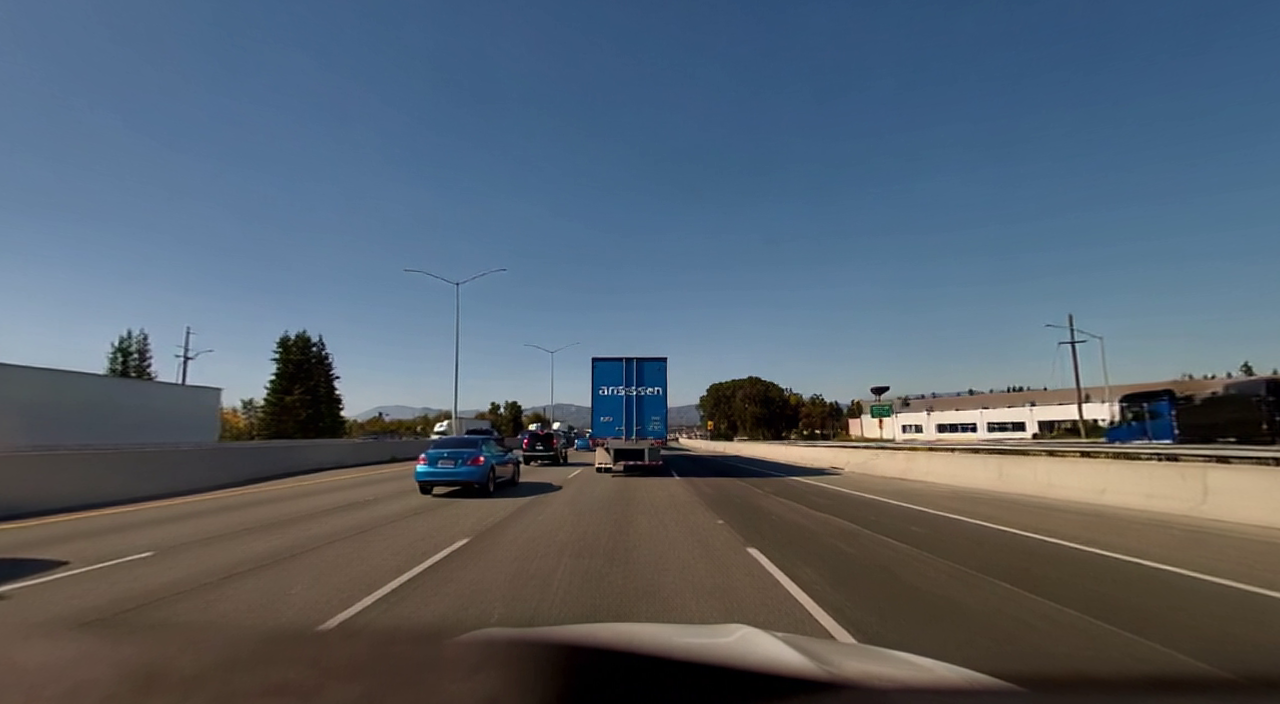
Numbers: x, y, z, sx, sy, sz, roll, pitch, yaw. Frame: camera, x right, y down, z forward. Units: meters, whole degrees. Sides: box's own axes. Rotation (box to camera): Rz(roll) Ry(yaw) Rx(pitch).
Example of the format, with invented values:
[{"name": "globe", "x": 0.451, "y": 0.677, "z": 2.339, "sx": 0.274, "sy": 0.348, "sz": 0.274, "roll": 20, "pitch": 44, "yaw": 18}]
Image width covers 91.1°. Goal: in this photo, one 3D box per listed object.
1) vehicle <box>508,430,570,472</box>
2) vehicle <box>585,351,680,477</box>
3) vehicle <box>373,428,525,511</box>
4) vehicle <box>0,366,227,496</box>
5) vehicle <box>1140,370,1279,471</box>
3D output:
[{"name": "vehicle", "x": -4.090, "y": 4.069, "z": 26.078, "sx": 1.946, "sy": 1.599, "sz": 4.073, "roll": 0, "pitch": -8, "yaw": 0}, {"name": "vehicle", "x": -0.390, "y": 2.806, "z": 26.688, "sx": 3.171, "sy": 4.204, "sz": 11.036, "roll": 0, "pitch": -8, "yaw": -1}, {"name": "vehicle", "x": -3.933, "y": 2.469, "z": 13.838, "sx": 1.964, "sy": 1.507, "sz": 4.361, "roll": 0, "pitch": -8, "yaw": 0}, {"name": "vehicle", "x": -19.228, "y": 2.865, "z": 22.554, "sx": 2.893, "sy": 3.769, "sz": 8.413, "roll": 0, "pitch": -8, "yaw": 1}, {"name": "vehicle", "x": 18.801, "y": 2.158, "z": 19.248, "sx": 2.432, "sy": 2.753, "sz": 5.388, "roll": 0, "pitch": -8, "yaw": 0}]
